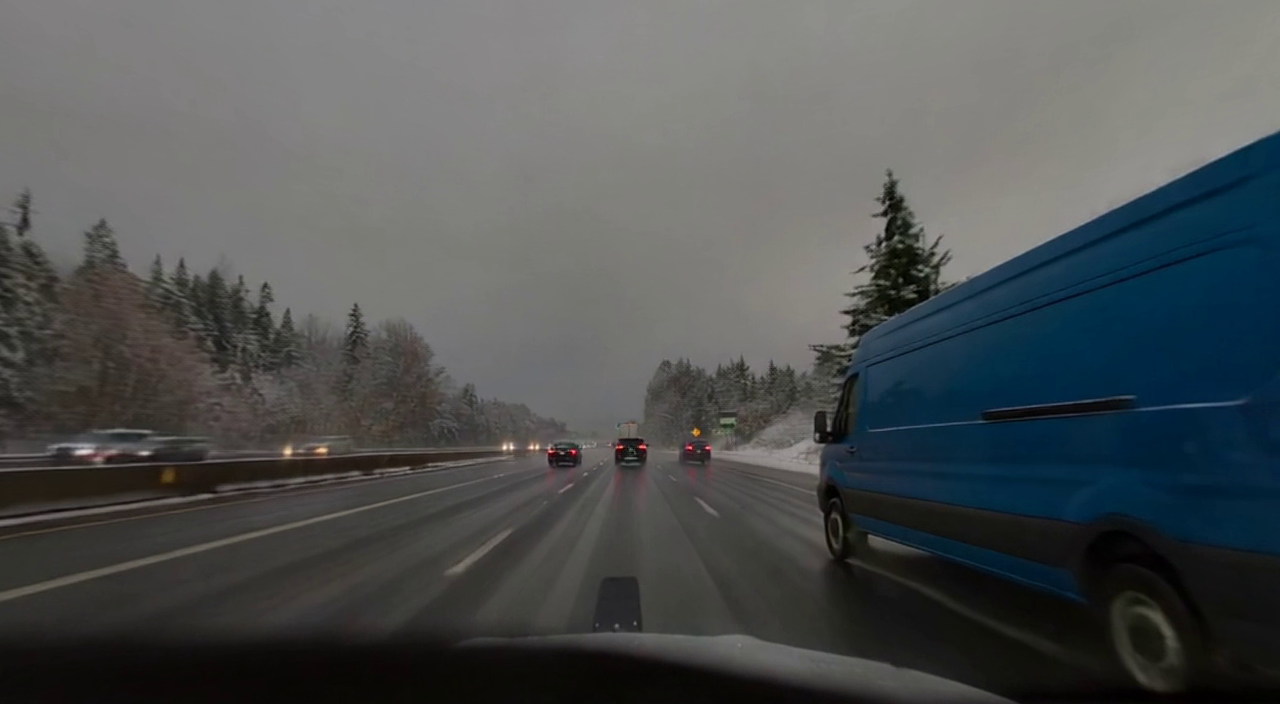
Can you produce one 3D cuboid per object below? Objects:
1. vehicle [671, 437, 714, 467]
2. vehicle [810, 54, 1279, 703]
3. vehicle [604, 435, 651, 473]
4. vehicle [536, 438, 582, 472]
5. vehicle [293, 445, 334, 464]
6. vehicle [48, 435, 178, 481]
[{"bbox_3d":[3.262,6.340,40.066,2.160,1.759,4.214,0,-8,-2],"label":"vehicle"},{"bbox_3d":[3.536,0.634,4.511,2.631,2.709,6.496,0,-8,-2],"label":"vehicle"},{"bbox_3d":[-0.638,5.249,32.757,2.297,1.783,4.355,0,-8,-1],"label":"vehicle"},{"bbox_3d":[-4.407,5.677,35.019,2.023,1.709,4.263,0,-8,0],"label":"vehicle"},{"bbox_3d":[-25.278,7.931,49.050,1.448,1.423,3.208,0,-8,0],"label":"vehicle"},{"bbox_3d":[-18.221,3.659,22.057,1.573,1.473,3.348,0,-8,0],"label":"vehicle"}]
